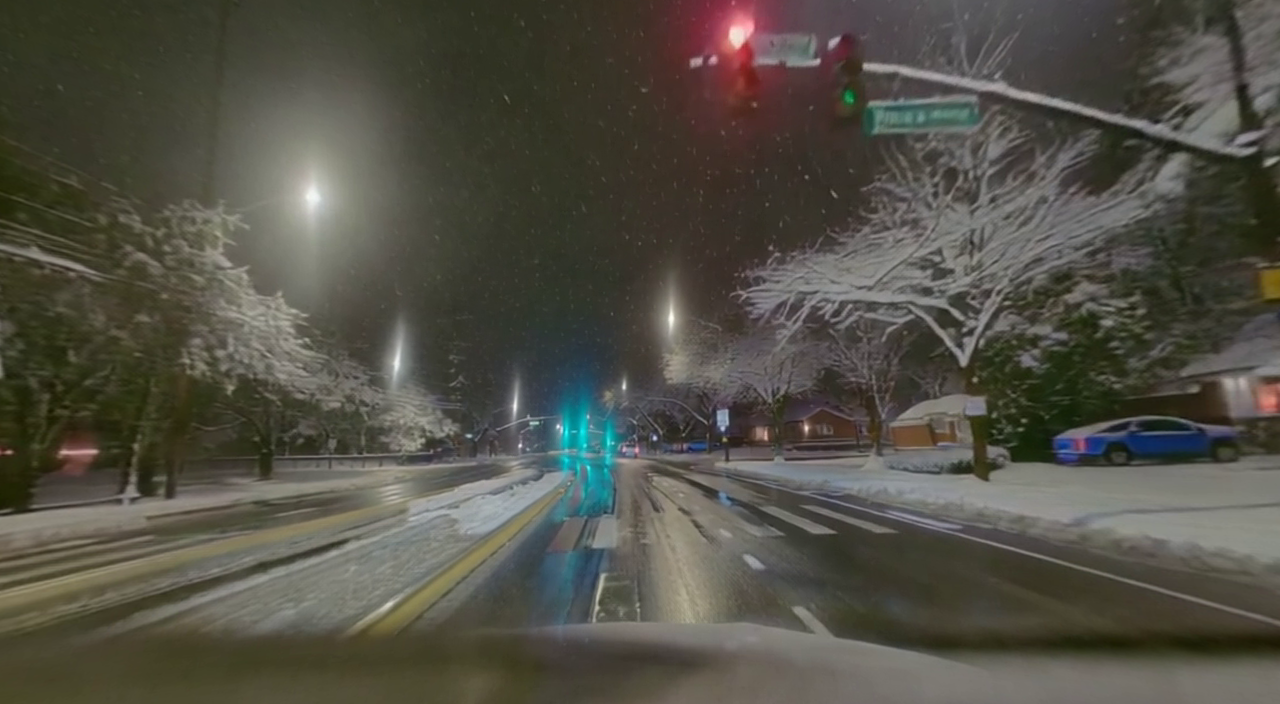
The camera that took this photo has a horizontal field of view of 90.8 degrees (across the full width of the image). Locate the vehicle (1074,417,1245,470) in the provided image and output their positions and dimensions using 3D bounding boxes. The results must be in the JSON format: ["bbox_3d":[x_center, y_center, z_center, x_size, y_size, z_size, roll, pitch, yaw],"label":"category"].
[{"bbox_3d":[18.484,3.251,22.581,4.631,1.757,2.026,1,-9,-10],"label":"vehicle"}]
